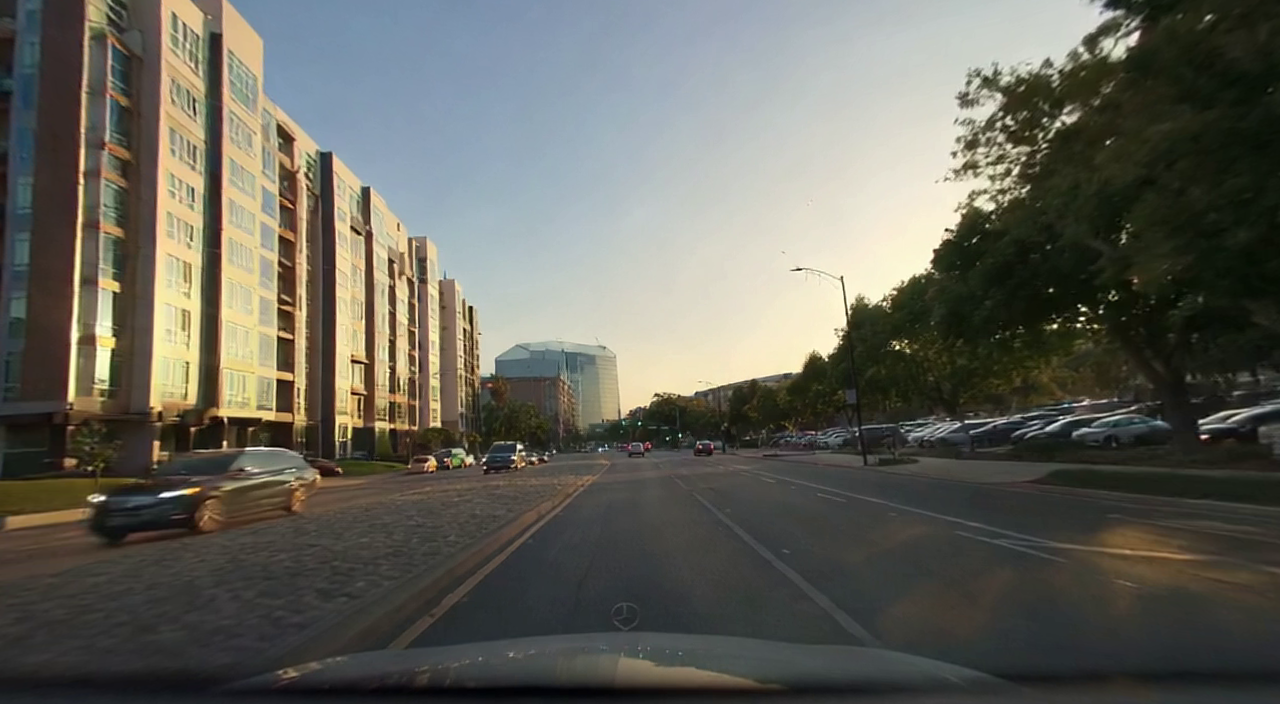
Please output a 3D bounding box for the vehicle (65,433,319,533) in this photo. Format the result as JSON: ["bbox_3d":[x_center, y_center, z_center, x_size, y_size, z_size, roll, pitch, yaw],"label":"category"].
[{"bbox_3d":[-8.975,2.632,13.334,1.995,1.706,4.572,0,-9,0],"label":"vehicle"}]

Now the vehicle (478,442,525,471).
[{"bbox_3d":[-9.126,6.945,42.079,2.002,1.780,4.687,0,-9,1],"label":"vehicle"}]

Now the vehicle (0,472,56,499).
[{"bbox_3d":[-48.511,10.293,48.871,1.899,1.841,4.900,0,-8,0],"label":"vehicle"}]
